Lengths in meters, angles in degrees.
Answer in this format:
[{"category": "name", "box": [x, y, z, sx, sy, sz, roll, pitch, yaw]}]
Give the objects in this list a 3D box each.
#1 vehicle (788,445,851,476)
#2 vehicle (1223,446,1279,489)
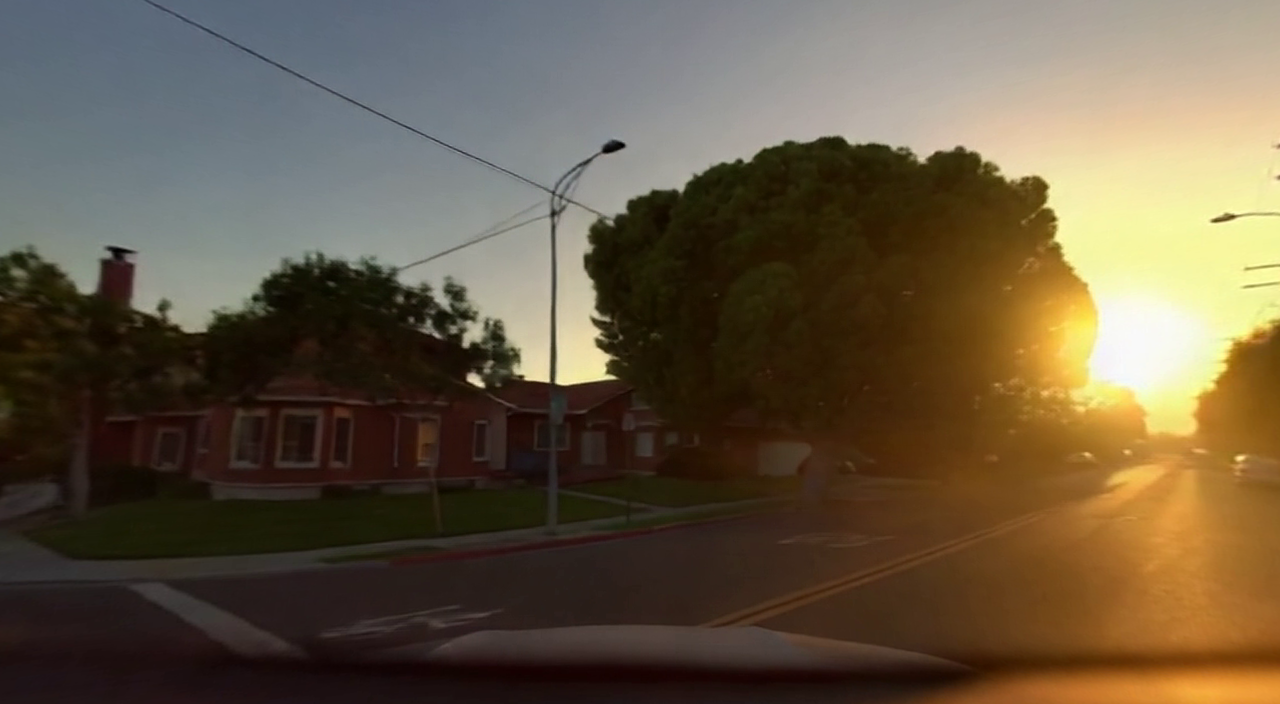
[{"category": "vehicle", "box": [11.862, 7.171, 41.505, 2.034, 1.829, 5.161, -8, -14, 38]}, {"category": "vehicle", "box": [29.304, 5.351, 29.718, 2.114, 1.858, 5.144, -7, -11, 37]}]
